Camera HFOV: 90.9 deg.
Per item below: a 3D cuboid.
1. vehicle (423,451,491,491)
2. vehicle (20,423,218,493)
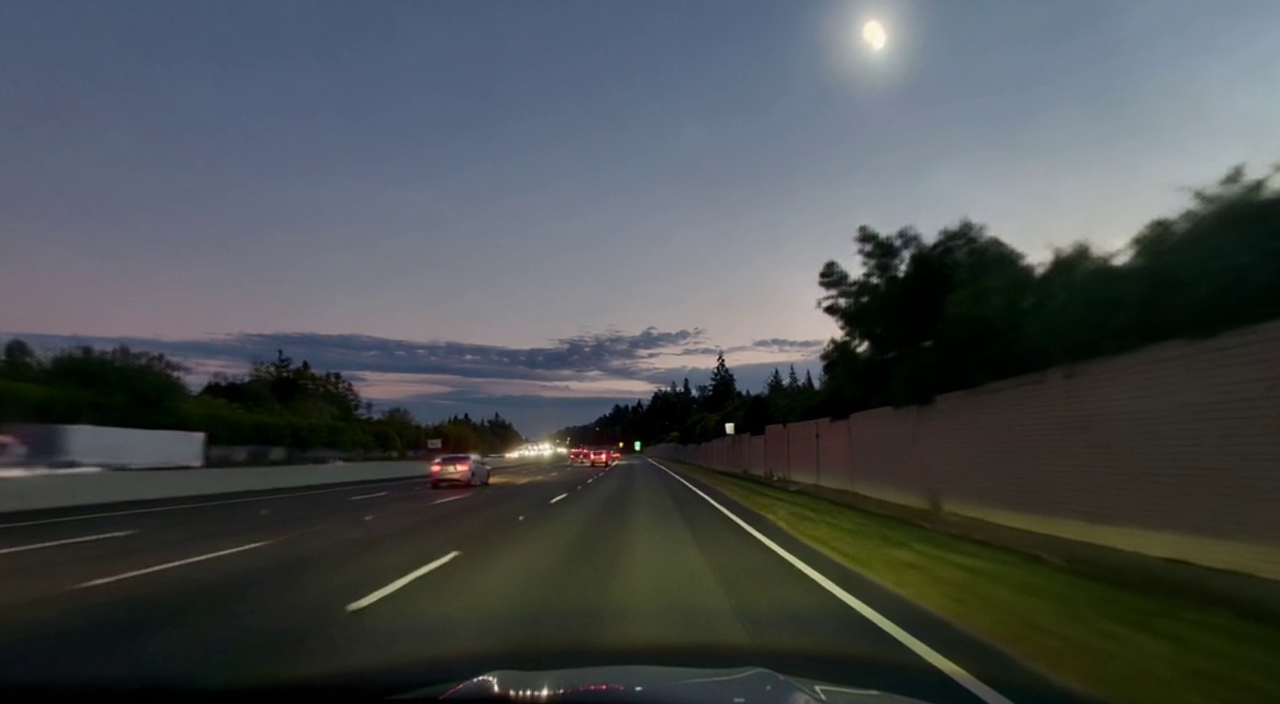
[{"bbox_3d":[-7.587,4.944,26.487,1.742,1.494,3.795,0,-9,-1],"label":"vehicle"},{"bbox_3d":[-22.542,4.654,27.928,2.674,2.663,7.006,0,-9,0],"label":"vehicle"}]
